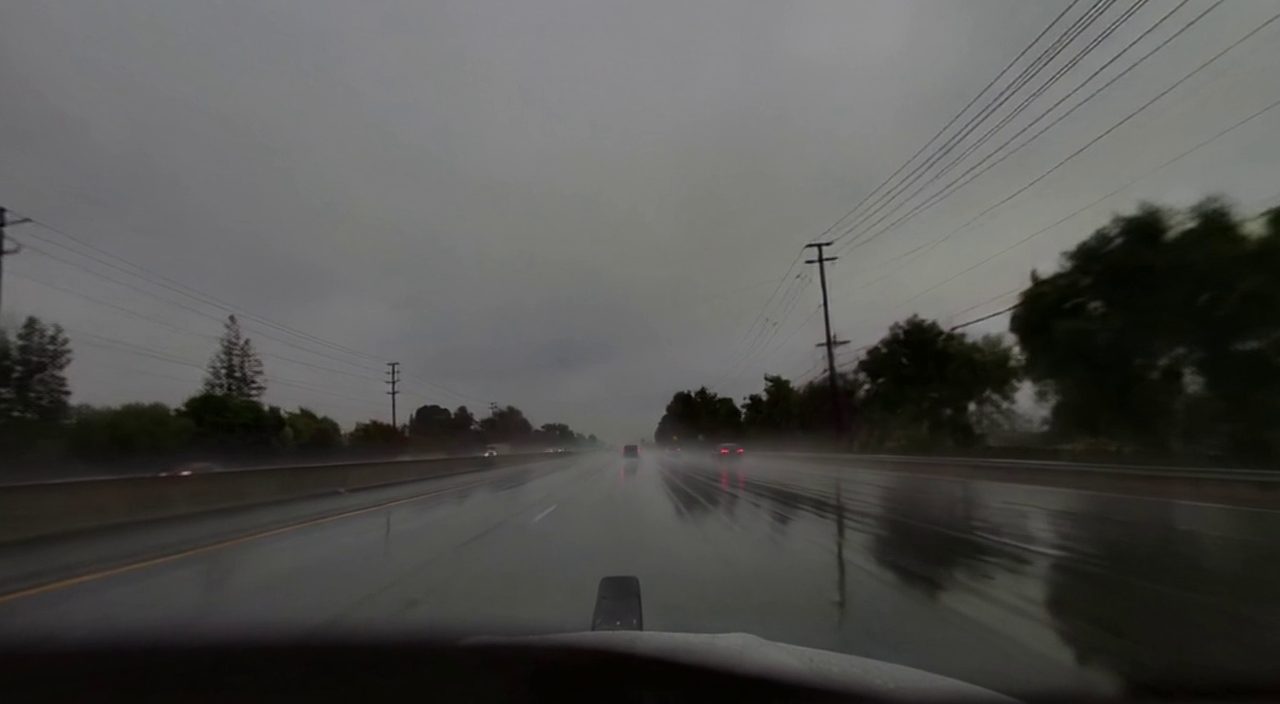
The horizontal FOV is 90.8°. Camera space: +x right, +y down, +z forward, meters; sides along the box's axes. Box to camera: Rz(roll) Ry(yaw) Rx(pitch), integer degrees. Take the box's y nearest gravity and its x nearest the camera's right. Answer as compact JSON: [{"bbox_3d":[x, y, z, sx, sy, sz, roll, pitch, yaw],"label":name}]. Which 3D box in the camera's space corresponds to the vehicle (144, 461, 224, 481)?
[{"bbox_3d":[-35.776,9.350,49.777,2.223,1.303,5.598,0,-8,0],"label":"vehicle"}]

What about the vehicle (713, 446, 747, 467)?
[{"bbox_3d":[6.628,7.704,46.758,1.817,1.440,4.075,0,-8,-1],"label":"vehicle"}]
